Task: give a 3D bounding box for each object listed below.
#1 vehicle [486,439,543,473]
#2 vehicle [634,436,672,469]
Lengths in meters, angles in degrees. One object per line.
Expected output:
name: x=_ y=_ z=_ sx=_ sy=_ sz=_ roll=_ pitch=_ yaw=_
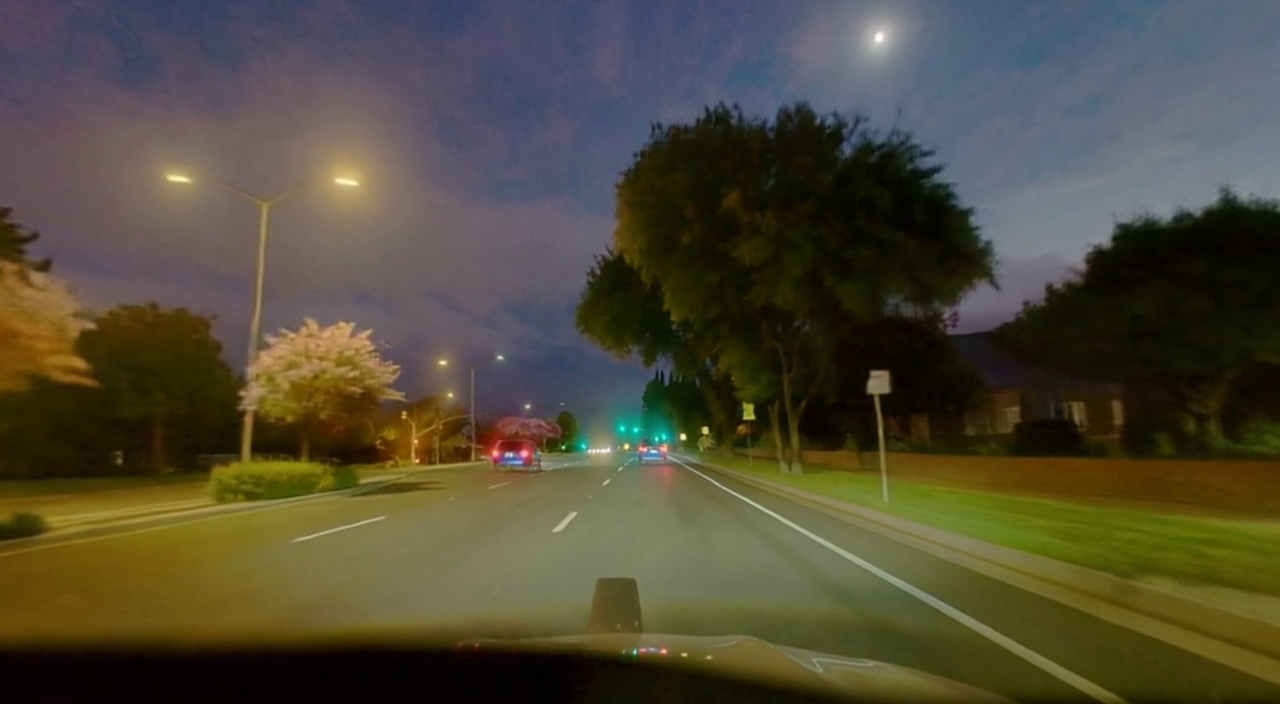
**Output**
vehicle: x=-6.523 y=5.443 z=33.270 sx=1.993 sy=1.657 sz=4.487 roll=0 pitch=-8 yaw=1
vehicle: x=0.732 y=5.904 z=37.316 sx=2.070 sy=1.764 sz=4.552 roll=0 pitch=-8 yaw=0
